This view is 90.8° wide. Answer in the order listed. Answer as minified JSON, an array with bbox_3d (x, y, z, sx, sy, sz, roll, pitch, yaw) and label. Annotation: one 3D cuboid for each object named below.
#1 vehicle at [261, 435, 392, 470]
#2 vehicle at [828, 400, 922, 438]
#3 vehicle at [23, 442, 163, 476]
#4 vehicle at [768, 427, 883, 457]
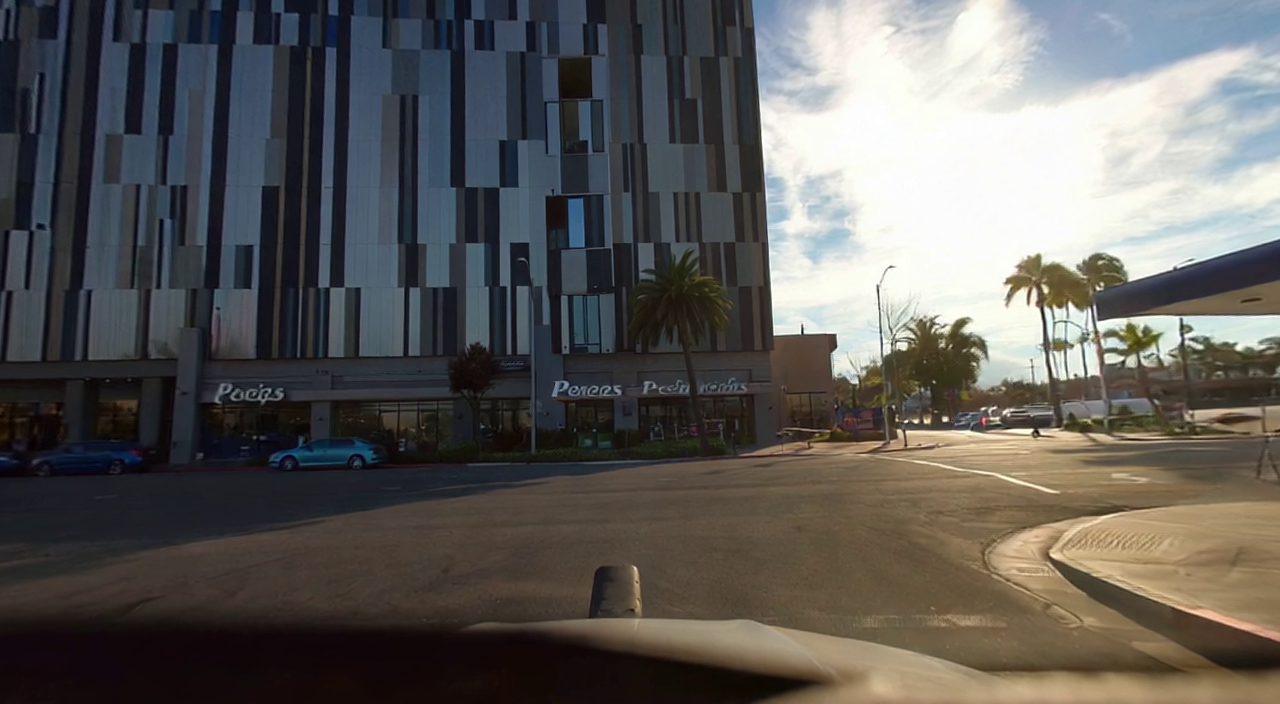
[{"bbox_3d":[-13.945,4.496,28.272,4.857,1.497,1.811,0,-9,2],"label":"vehicle"},{"bbox_3d":[16.069,4.646,43.438,5.524,2.504,2.196,0,-9,-2],"label":"vehicle"},{"bbox_3d":[-23.628,4.623,27.410,4.321,1.430,1.775,0,-9,-2],"label":"vehicle"},{"bbox_3d":[8.622,4.232,29.611,4.782,1.371,1.763,1,-9,-6],"label":"vehicle"}]
